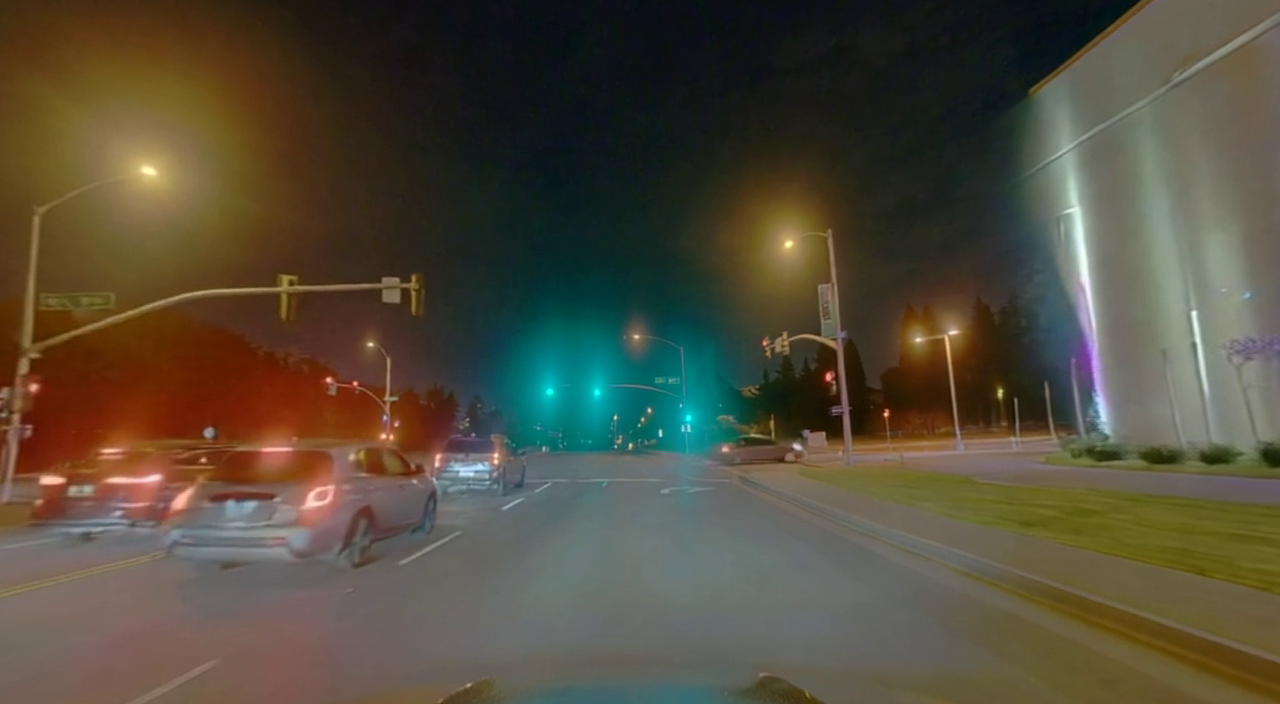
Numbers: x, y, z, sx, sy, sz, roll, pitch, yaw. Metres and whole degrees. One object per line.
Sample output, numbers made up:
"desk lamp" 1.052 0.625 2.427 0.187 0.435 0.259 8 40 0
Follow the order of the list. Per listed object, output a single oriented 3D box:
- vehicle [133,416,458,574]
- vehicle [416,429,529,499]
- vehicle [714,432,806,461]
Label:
"vehicle" -4.242 1.829 8.784 2.043 1.636 4.320 0 -9 0
"vehicle" -4.637 3.178 18.182 1.971 1.740 4.654 0 -9 0
"vehicle" 6.615 5.279 35.045 4.767 1.524 1.929 0 -9 0
